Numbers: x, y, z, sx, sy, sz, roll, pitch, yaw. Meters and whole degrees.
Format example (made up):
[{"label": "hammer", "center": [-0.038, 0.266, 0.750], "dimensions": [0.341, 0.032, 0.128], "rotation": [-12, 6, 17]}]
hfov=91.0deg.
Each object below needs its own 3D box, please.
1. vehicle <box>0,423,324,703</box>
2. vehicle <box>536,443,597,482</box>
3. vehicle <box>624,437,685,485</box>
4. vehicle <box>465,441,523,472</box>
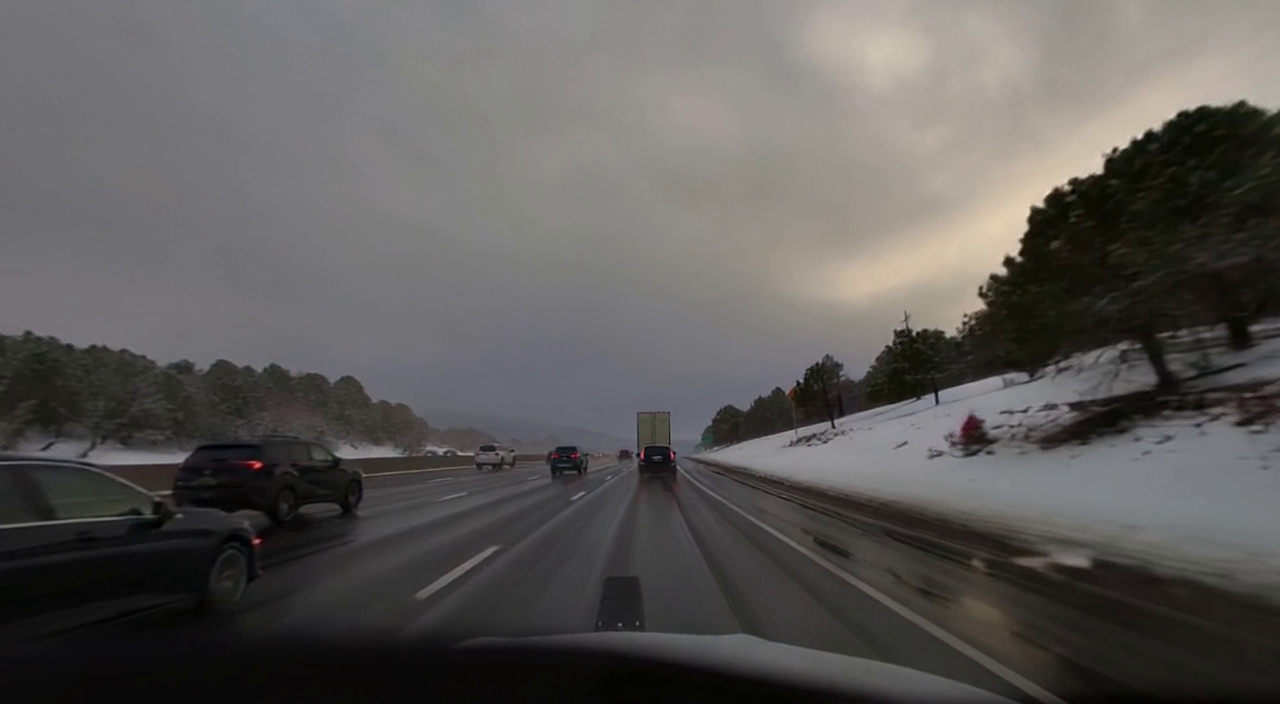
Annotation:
[{"label": "vehicle", "center": [-3.894, 1.131, 3.390], "dimensions": [1.943, 1.468, 4.547], "rotation": [1, -9, 1]}, {"label": "vehicle", "center": [-3.354, 5.164, 29.780], "dimensions": [2.155, 1.661, 4.477], "rotation": [0, -9, 2]}, {"label": "vehicle", "center": [0.586, 4.456, 26.022], "dimensions": [2.281, 1.795, 4.297], "rotation": [1, -9, 1]}, {"label": "vehicle", "center": [-10.331, 7.451, 45.223], "dimensions": [2.421, 2.025, 6.236], "rotation": [0, -9, 2]}]
